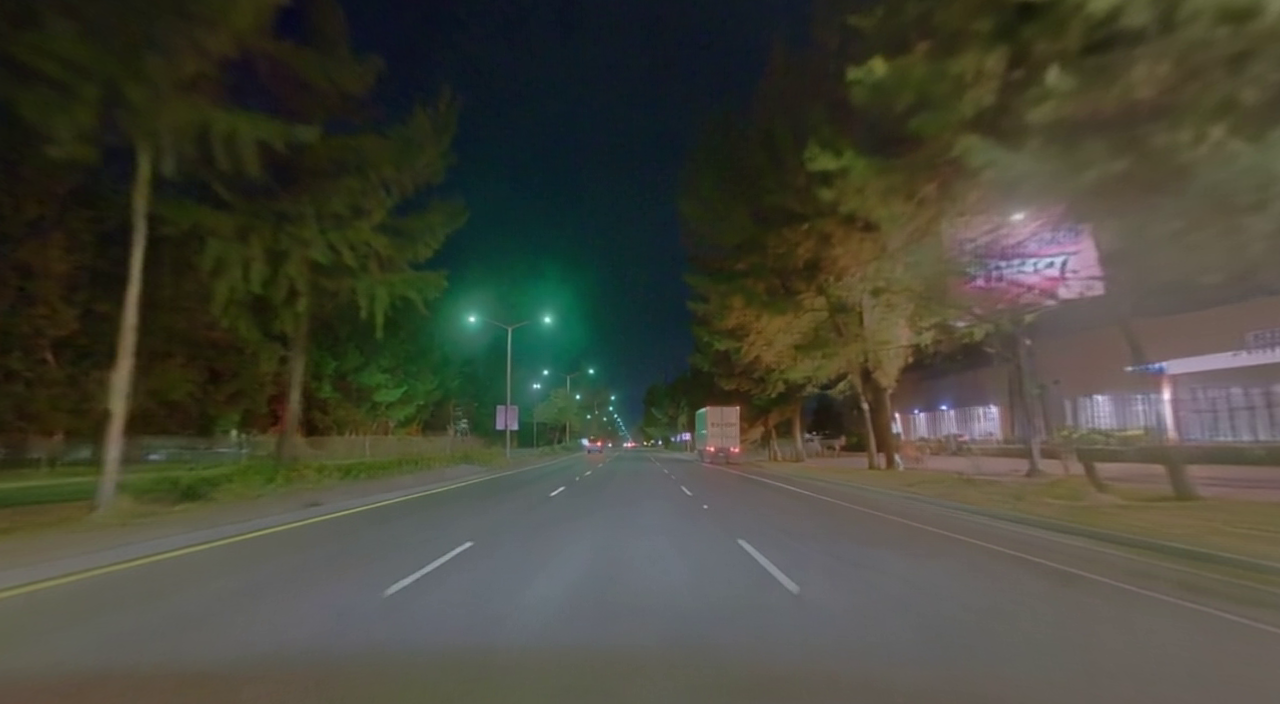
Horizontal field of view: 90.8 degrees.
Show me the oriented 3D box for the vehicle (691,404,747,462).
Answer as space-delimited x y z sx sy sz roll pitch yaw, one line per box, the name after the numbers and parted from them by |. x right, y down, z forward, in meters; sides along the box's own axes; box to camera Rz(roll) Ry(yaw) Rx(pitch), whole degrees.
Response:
5.999 6.441 49.383 2.981 4.106 8.794 0 -9 -2 | vehicle
